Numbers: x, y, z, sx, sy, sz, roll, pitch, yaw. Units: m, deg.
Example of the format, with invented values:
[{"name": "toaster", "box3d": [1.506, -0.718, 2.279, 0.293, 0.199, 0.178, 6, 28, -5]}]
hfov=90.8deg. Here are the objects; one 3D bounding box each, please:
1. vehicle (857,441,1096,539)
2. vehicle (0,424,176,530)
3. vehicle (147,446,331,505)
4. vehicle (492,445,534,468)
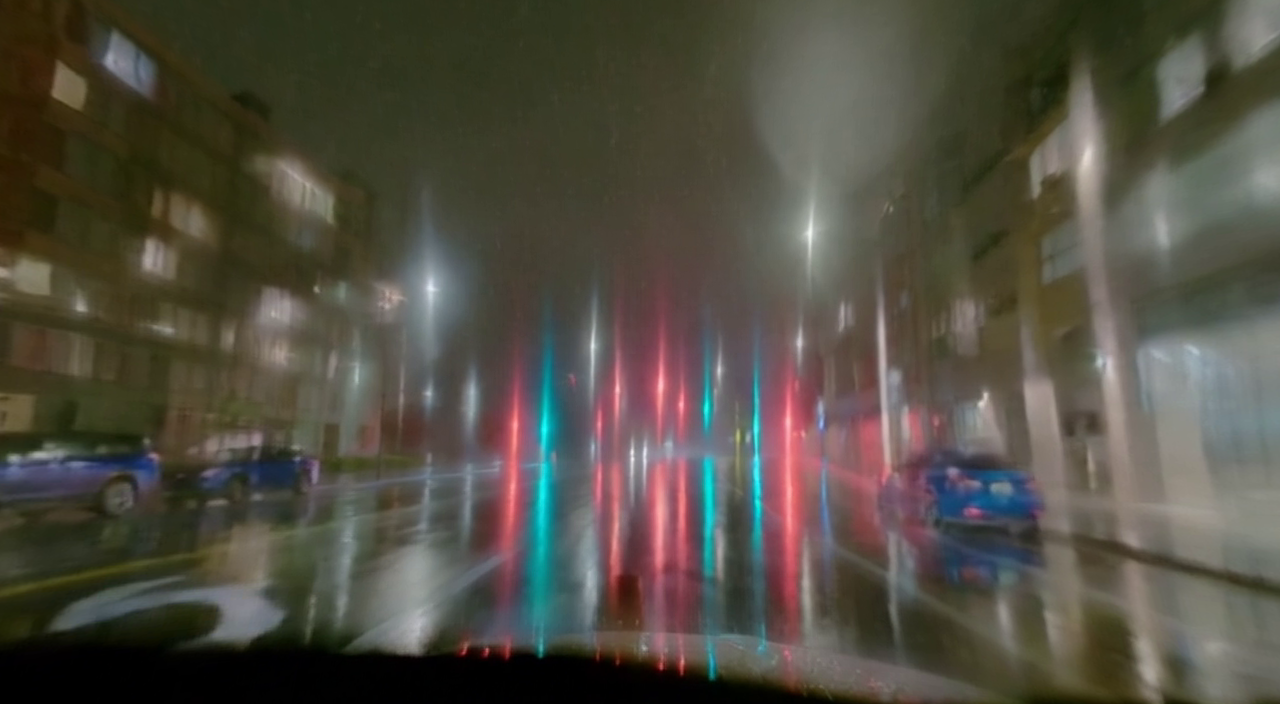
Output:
[{"name": "vehicle", "box3d": [6.082, 2.517, 12.419, 2.010, 1.473, 5.353, 0, -9, 3]}, {"name": "vehicle", "box3d": [-12.398, 2.476, 12.906, 2.083, 1.882, 4.642, 0, -9, 3]}, {"name": "vehicle", "box3d": [-11.682, 3.588, 18.940, 1.894, 1.493, 4.902, -1, -9, 6]}, {"name": "vehicle", "box3d": [-8.818, 7.308, 44.212, 1.868, 1.520, 3.796, -1, -9, 5]}]
